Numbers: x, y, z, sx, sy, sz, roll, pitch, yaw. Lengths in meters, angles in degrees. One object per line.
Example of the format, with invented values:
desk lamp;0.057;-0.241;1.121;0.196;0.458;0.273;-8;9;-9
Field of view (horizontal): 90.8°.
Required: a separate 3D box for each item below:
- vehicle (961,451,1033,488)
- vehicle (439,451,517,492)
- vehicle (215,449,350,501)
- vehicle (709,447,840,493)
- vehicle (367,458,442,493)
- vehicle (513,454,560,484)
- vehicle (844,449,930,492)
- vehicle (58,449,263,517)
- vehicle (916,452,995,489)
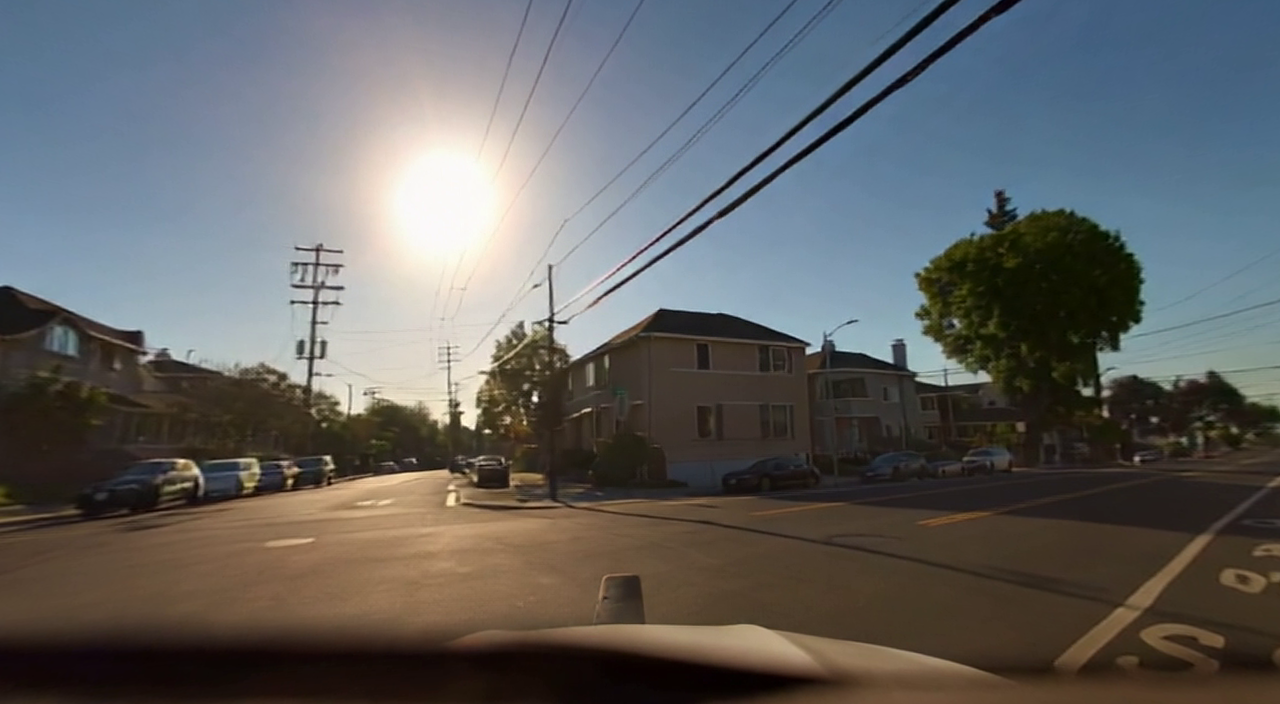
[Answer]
vehicle;22.343;7.231;39.448;5.738;2.060;2.282;8;-12;-44
vehicle;-7.043;5.218;28.022;1.981;1.579;4.446;-1;-8;4
vehicle;-15.067;5.180;27.176;2.283;1.909;5.692;-1;-8;2
vehicle;5.187;4.564;23.988;5.197;1.431;2.136;12;-18;-41
vehicle;-14.555;7.635;39.416;2.287;1.830;5.343;-1;-8;4
vehicle;-6.320;7.186;39.006;1.989;1.683;3.918;-1;-8;4
vehicle;11.720;5.515;29.857;4.414;1.837;1.937;7;-11;-42
vehicle;-15.400;4.165;20.896;2.152;1.877;5.701;-1;-8;2
vehicle;17.781;6.598;35.510;5.499;1.837;2.089;8;-11;-43
